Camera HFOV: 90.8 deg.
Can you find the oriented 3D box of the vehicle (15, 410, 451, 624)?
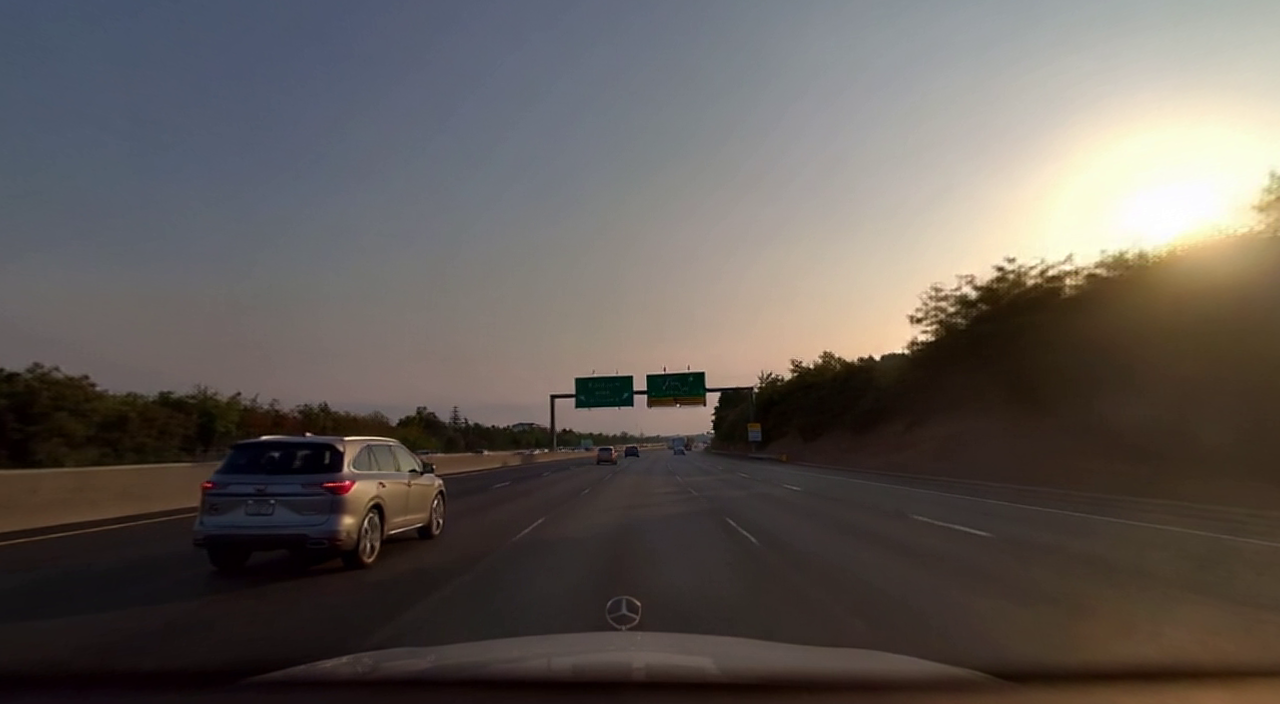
[{"bbox_3d":[-3.766,1.579,6.986,2.016,1.623,4.126,0,-8,1],"label":"vehicle"}]
